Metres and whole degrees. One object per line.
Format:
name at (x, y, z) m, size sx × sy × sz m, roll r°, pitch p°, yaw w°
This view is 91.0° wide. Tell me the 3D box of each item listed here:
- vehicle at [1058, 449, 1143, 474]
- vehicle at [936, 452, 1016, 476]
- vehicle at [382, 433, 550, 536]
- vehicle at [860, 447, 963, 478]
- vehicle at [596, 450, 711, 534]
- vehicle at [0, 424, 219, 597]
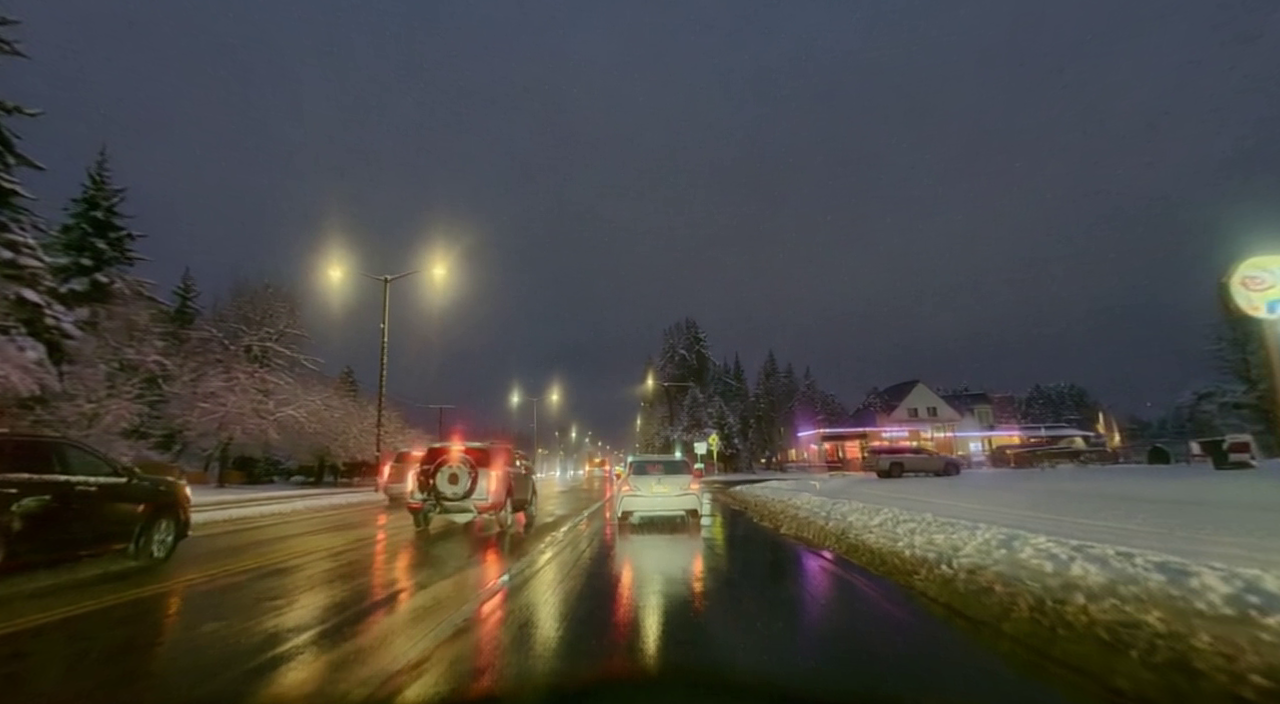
vehicle at (30.618, 7.219, 41.906) m, size 1.757 × 1.496 × 4.200 m, roll 7°, pitch -10°, yaw -42°
vehicle at (22.488, 7.512, 42.245) m, size 4.220 × 1.550 × 1.935 m, roll -10°, pitch -13°, yaw 43°
vehicle at (-3.297, 2.608, 13.108) m, size 2.055 × 1.725 × 4.732 m, roll 0°, pitch -9°, yaw 1°
vehicle at (18.280, 7.387, 42.557) m, size 5.852 × 1.962 × 2.323 m, roll -7°, pitch -11°, yaw 41°
vehicle at (0.281, 2.883, 13.561) m, size 2.091 × 1.494 × 3.962 m, roll 0°, pitch -9°, yaw 1°
vehicle at (-7.184, 1.671, 6.992) m, size 1.968 × 1.657 × 4.230 m, roll 0°, pitch -9°, yaw 2°
